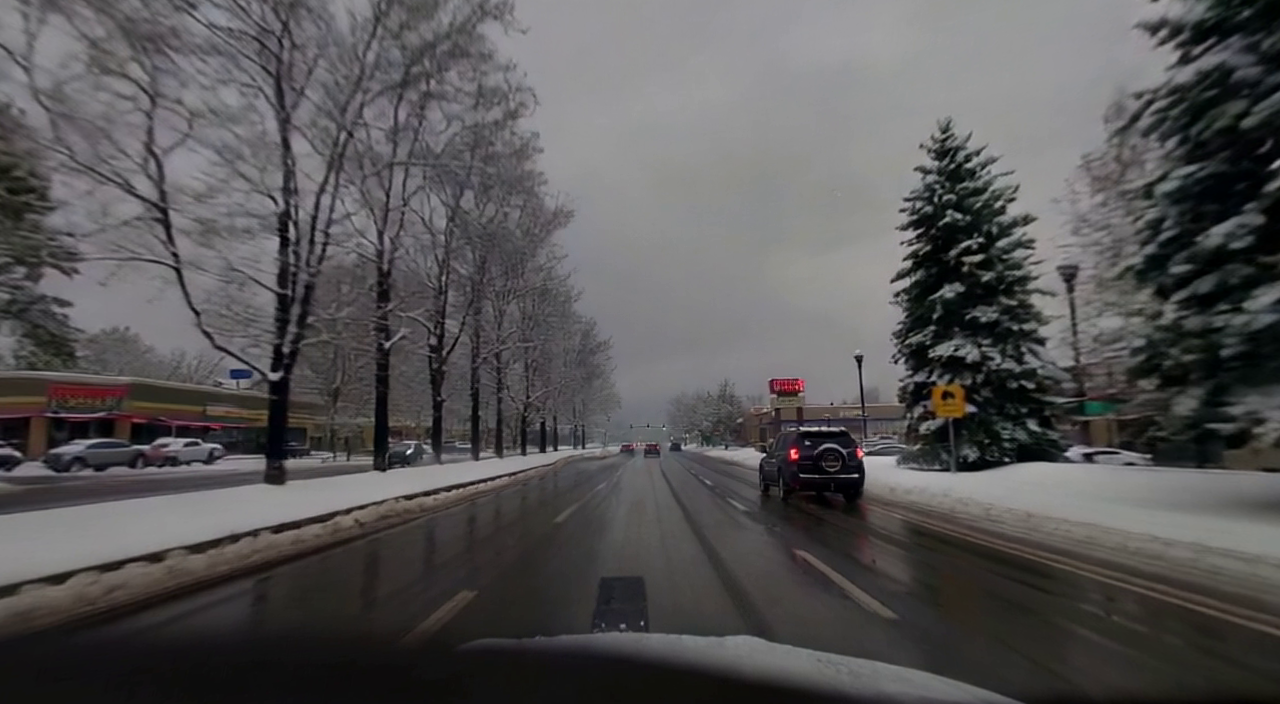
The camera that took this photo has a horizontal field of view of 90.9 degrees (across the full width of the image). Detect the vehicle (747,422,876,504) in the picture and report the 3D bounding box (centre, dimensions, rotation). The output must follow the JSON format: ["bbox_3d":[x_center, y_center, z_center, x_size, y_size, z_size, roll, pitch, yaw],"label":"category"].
[{"bbox_3d":[4.106,2.735,15.971,2.024,1.773,4.431,0,-8,0],"label":"vehicle"}]

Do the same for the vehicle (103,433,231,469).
[{"bbox_3d":[-28.268,5.960,38.098,2.344,1.946,6.771,-1,-8,2],"label":"vehicle"}]

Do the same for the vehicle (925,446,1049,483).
[{"bbox_3d":[17.790,5.759,32.552,5.012,1.813,2.291,0,-8,-1],"label":"vehicle"}]

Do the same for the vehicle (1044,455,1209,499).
[{"bbox_3d":[17.731,4.557,23.135,4.370,1.488,1.970,0,-8,-1],"label":"vehicle"}]

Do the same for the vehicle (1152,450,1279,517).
[{"bbox_3d":[17.646,3.666,17.820,4.433,1.729,2.033,-1,-8,3],"label":"vehicle"}]

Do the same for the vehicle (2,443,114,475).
[{"bbox_3d":[-31.114,5.713,33.869,1.886,1.606,4.230,0,-8,1],"label":"vehicle"}]
